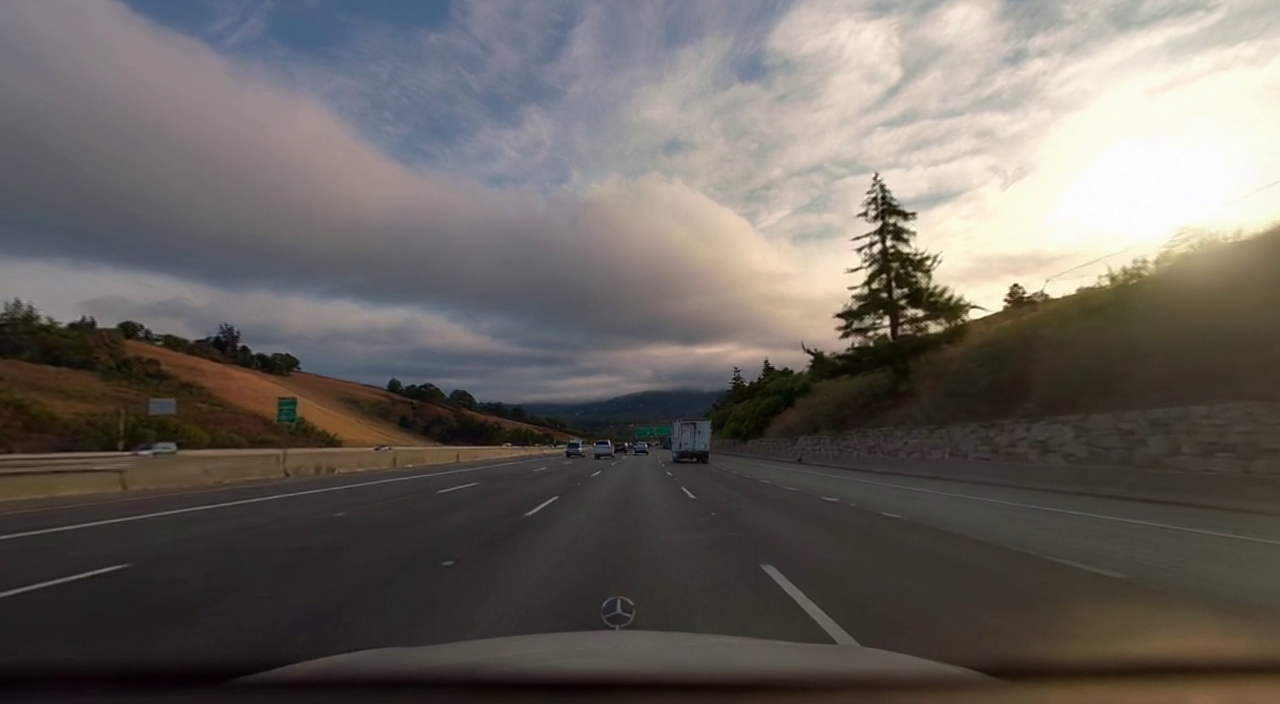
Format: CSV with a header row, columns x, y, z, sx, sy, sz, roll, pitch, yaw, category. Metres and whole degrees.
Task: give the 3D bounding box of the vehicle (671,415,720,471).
x,y,z,sx,sy,sz,roll,pitch,yaw,category
3.435,5.985,40.862,2.795,3.187,7.205,-2,-10,2,vehicle
